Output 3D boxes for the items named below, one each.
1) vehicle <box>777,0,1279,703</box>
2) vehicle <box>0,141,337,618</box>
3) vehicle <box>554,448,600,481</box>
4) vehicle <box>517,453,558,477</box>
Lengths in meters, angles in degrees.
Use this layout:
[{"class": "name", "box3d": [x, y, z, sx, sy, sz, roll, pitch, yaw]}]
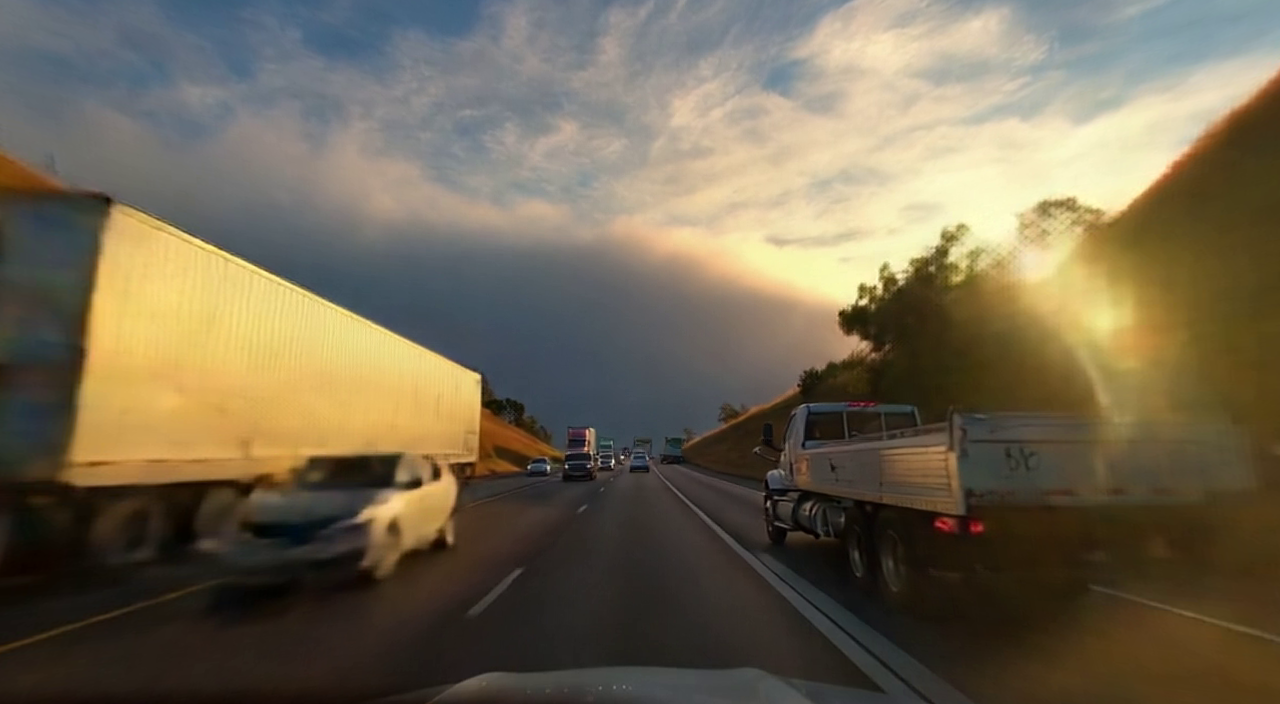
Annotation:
[{"class": "vehicle", "box3d": [3.211, -0.432, 1.182, 2.845, 4.071, 14.008, 0, -9, 0]}, {"class": "vehicle", "box3d": [-6.809, 0.626, 7.949, 2.910, 3.989, 5.837, 0, -9, 0]}, {"class": "vehicle", "box3d": [-3.367, 6.088, 34.313, 2.008, 1.671, 4.126, 0, -9, 1]}, {"class": "vehicle", "box3d": [-6.806, 7.547, 42.348, 1.911, 1.422, 4.515, 0, -9, 1]}]
